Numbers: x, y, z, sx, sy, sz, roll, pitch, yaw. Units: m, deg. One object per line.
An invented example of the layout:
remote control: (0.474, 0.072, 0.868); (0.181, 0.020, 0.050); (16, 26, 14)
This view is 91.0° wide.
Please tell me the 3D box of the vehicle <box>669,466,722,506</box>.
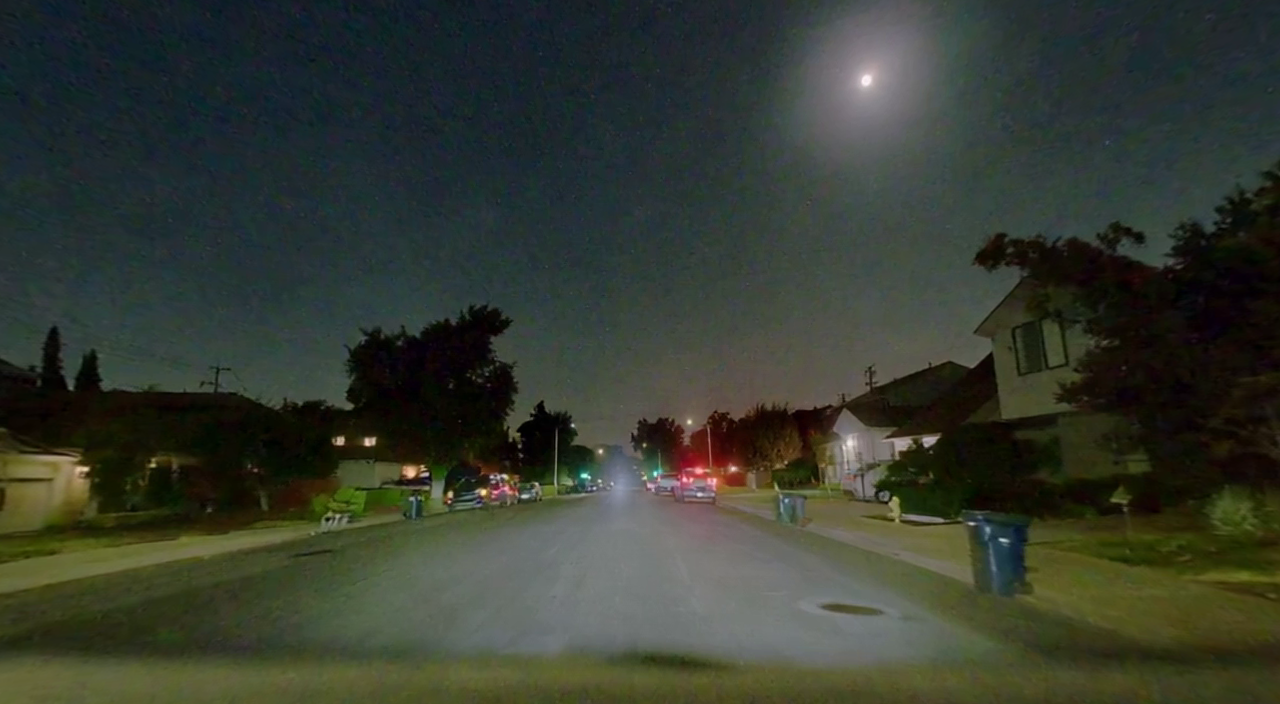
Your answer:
vehicle: (2.611, 6.458, 30.736); (2.050, 1.598, 4.590); (0, -8, -2)

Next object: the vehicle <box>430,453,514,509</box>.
vehicle: (-7.474, 6.001, 28.752); (2.408, 2.201, 5.646); (-1, -14, -2)

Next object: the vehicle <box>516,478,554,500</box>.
vehicle: (-7.781, 10.295, 47.028); (2.071, 1.481, 4.425); (0, -13, 0)

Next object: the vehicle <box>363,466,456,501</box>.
vehicle: (-14.265, 8.166, 39.227); (4.891, 2.023, 2.200); (0, -8, 1)
